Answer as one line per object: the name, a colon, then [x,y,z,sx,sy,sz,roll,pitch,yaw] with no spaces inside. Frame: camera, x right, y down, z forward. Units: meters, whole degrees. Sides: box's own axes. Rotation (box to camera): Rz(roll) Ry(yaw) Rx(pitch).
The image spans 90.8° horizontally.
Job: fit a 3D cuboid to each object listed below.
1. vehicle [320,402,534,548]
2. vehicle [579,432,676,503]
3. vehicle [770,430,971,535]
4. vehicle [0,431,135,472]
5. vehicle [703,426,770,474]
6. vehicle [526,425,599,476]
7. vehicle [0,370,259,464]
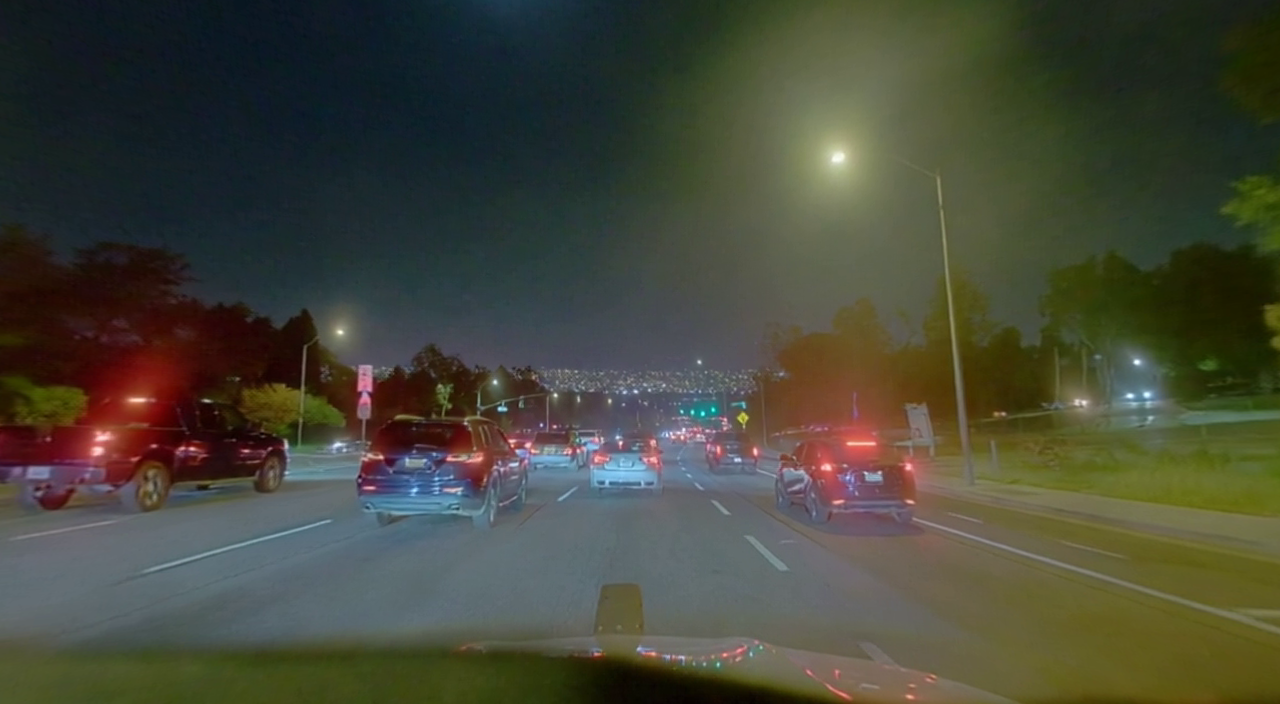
vehicle: [-3.022,1.878,10.390,2.111,1.745,5.274,1,-8,-5]
vehicle: [-0.254,2.744,15.478,2.030,1.477,4.330,0,-8,0]
vehicle: [3.669,2.137,10.998,1.884,1.463,4.195,0,-8,0]
vehicle: [-23.513,4.034,25.769,1.865,1.493,4.712,0,-8,1]
vehicle: [3.946,4.097,26.638,2.099,1.845,4.363,0,-8,0]
vehicle: [-2.961,3.928,25.331,2.218,1.829,4.492,0,-8,2]
vehicle: [-27.868,3.930,35.447,3.181,4.189,14.107,-1,-8,5]
